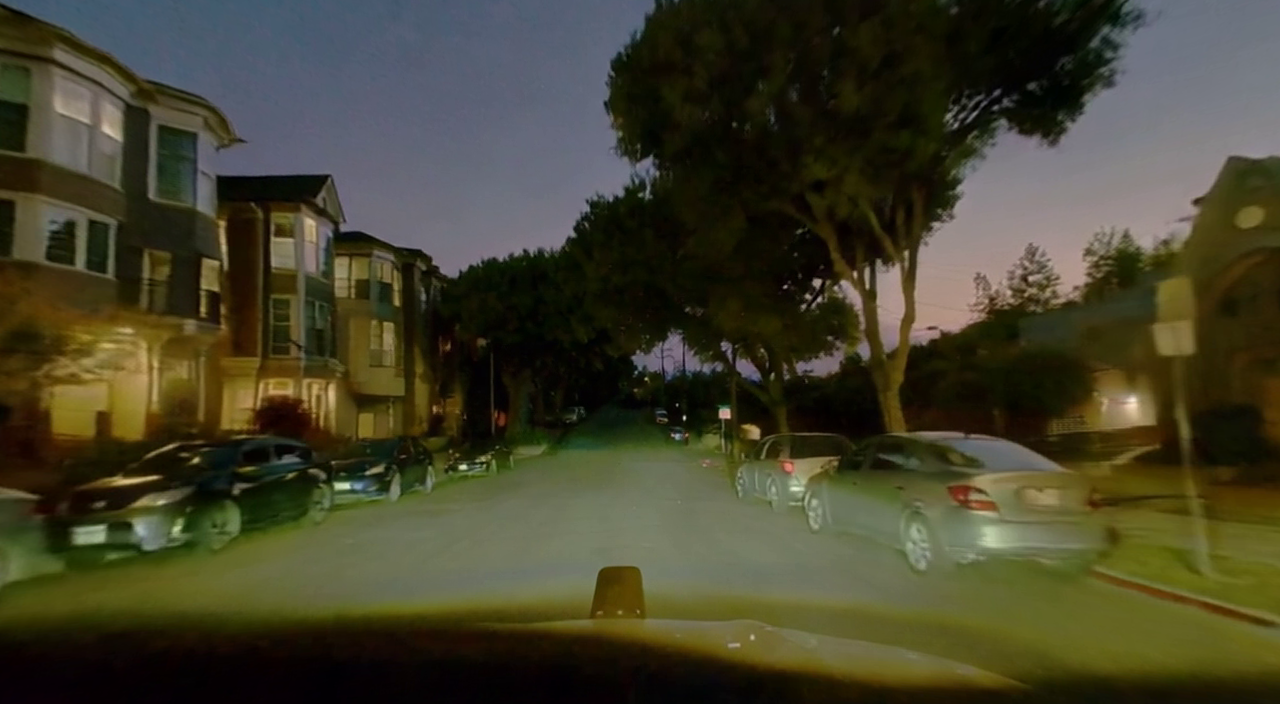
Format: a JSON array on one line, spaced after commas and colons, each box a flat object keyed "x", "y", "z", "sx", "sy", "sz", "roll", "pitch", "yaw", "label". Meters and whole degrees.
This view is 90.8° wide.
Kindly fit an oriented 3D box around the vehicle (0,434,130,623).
[{"x": -6.050, "y": 1.291, "z": 4.224, "sx": 2.003, "sy": 1.489, "sz": 4.051, "roll": 0, "pitch": -8, "yaw": -3, "label": "vehicle"}]

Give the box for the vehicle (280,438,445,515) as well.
[{"x": -6.292, "y": 2.826, "z": 15.005, "sx": 1.909, "sy": 1.490, "sz": 4.439, "roll": -1, "pitch": -8, "yaw": 0, "label": "vehicle"}]

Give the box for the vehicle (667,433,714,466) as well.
[{"x": 2.633, "y": 5.213, "z": 33.860, "sx": 1.966, "sy": 1.620, "sz": 4.187, "roll": 0, "pitch": -8, "yaw": -3, "label": "vehicle"}]

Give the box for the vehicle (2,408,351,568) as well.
[{"x": -6.208, "y": 1.872, "z": 9.356, "sx": 1.830, "sy": 1.750, "sz": 4.502, "roll": 1, "pitch": -9, "yaw": -2, "label": "vehicle"}]

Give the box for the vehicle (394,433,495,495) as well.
[{"x": -6.144, "y": 3.519, "z": 20.509, "sx": 1.922, "sy": 1.569, "sz": 4.677, "roll": -1, "pitch": -5, "yaw": -1, "label": "vehicle"}]

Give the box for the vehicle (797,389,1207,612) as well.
[{"x": 3.419, "y": 1.494, "z": 7.293, "sx": 1.952, "sy": 1.738, "sz": 4.518, "roll": 0, "pitch": -8, "yaw": -1, "label": "vehicle"}]
